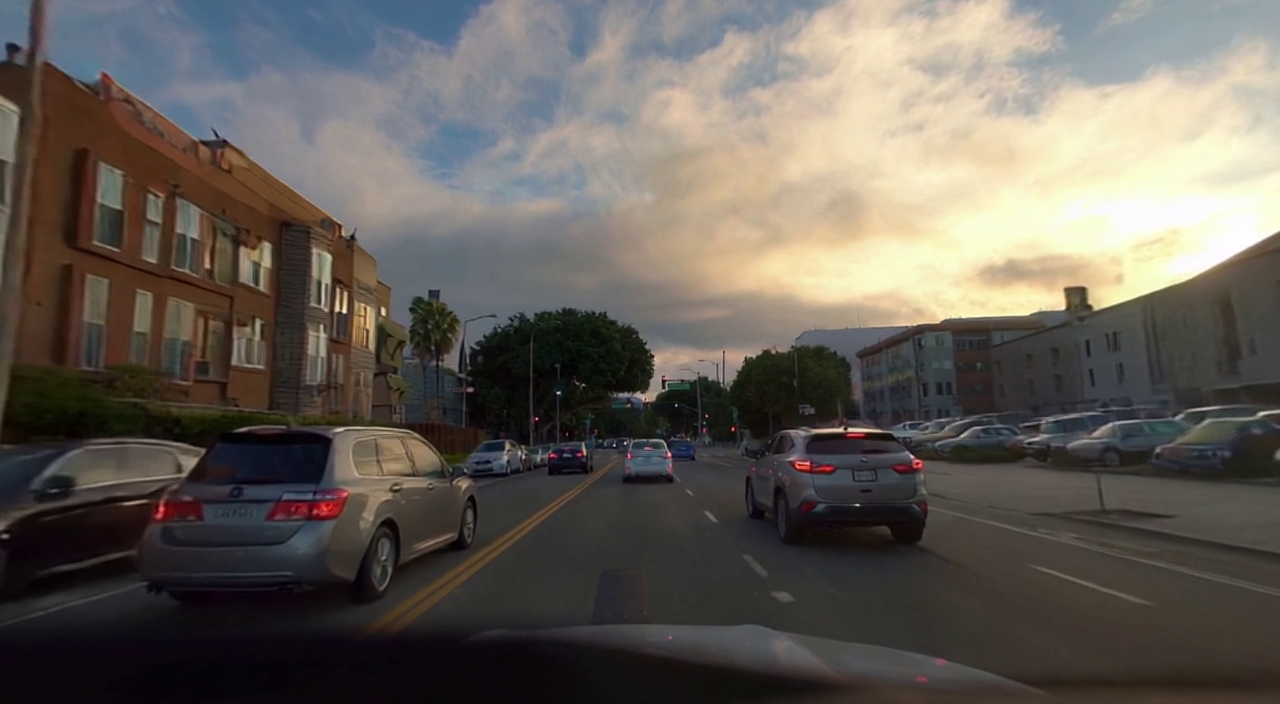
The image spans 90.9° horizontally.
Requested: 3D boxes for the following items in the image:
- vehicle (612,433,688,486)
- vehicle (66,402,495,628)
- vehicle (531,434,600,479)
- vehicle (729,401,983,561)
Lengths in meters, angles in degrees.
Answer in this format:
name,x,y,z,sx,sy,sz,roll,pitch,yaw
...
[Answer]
name,x,y,z,sx,sy,sz,roll,pitch,yaw
vehicle,0.270,3.359,19.928,2.139,1.466,4.373,0,-8,0
vehicle,-3.084,1.482,6.633,2.085,1.619,3.976,-1,-8,1
vehicle,-2.751,3.987,24.291,2.019,1.507,4.643,0,-8,1
vehicle,2.657,1.724,9.097,2.094,1.709,4.394,0,-8,0
